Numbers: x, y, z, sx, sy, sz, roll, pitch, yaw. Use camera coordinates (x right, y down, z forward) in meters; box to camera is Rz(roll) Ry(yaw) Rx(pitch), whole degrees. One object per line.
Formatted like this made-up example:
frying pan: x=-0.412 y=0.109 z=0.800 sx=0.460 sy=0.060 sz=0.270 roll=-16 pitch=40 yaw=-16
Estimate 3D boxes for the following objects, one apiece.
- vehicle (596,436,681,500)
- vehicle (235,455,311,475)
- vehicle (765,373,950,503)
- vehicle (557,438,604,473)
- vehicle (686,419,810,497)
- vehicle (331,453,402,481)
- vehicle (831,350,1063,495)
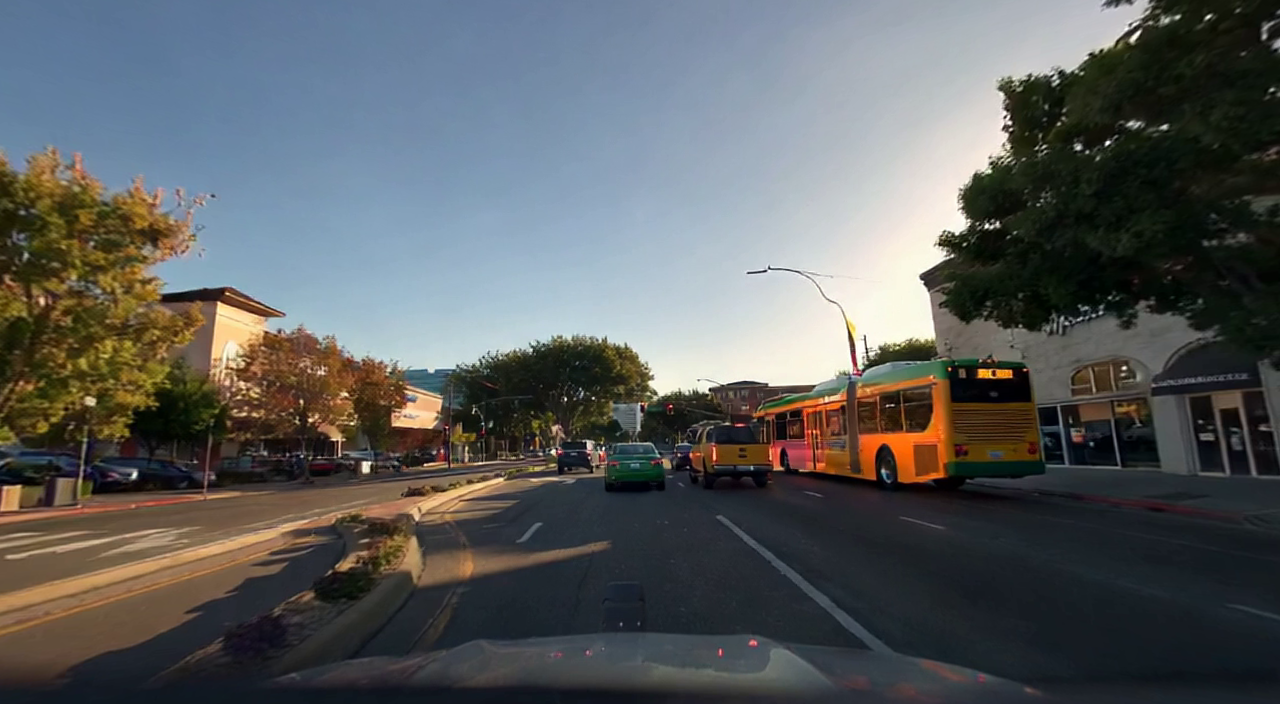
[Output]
vehicle: x=-0.101 y=3.125 z=17.344 sx=2.071 sy=1.525 sz=3.723 roll=0 pitch=-9 yaw=-2
vehicle: x=-28.359 y=8.728 z=48.993 sx=4.881 sy=1.458 sz=1.914 roll=4 pitch=-10 yaw=-27
vehicle: x=6.458 y=2.798 z=20.683 sx=2.879 sy=3.318 sz=8.881 roll=0 pitch=-8 yaw=0
vehicle: x=-3.089 y=5.478 z=33.544 sx=2.180 sy=1.708 sz=4.397 roll=0 pitch=-9 yaw=-1
vehicle: x=2.957 y=3.140 z=19.065 sx=2.490 sy=1.951 sz=5.931 roll=0 pitch=-9 yaw=-2
vehicle: x=-14.822 y=6.228 z=34.458 sx=1.960 sy=1.396 sz=4.185 roll=-1 pitch=-9 yaw=1
vehicle: x=10.313 y=2.762 z=23.286 sx=3.181 sy=4.110 sz=10.468 roll=0 pitch=-9 yaw=0
